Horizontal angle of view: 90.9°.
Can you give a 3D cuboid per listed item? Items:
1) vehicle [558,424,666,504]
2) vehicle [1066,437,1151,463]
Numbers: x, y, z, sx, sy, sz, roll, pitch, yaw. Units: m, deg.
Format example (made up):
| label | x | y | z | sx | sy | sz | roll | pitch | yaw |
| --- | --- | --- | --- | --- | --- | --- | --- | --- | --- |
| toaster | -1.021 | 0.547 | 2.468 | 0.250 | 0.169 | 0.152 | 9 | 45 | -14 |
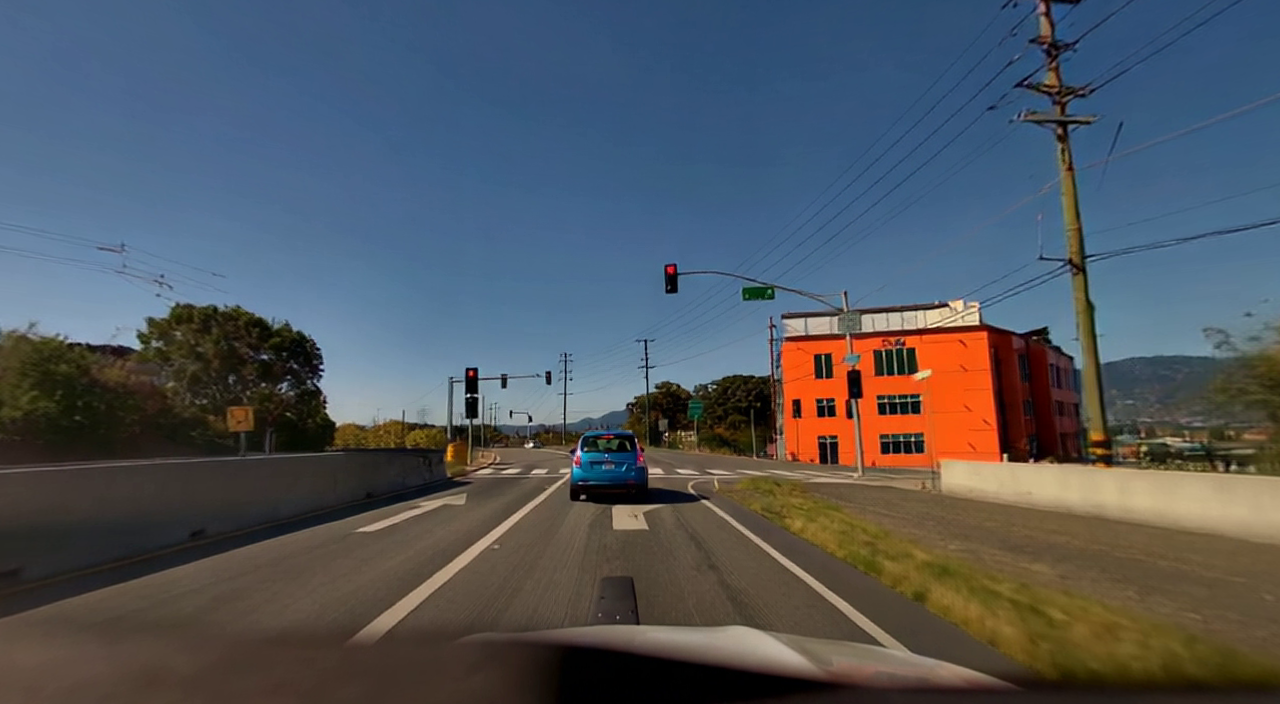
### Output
| label | x | y | z | sx | sy | sz | roll | pitch | yaw |
| --- | --- | --- | --- | --- | --- | --- | --- | --- | --- |
| vehicle | -0.580 | 2.464 | 14.336 | 2.123 | 1.566 | 3.662 | 0 | -8 | -1 |
| vehicle | 27.658 | 5.780 | 37.287 | 1.635 | 1.433 | 3.558 | 4 | -9 | -31 |
